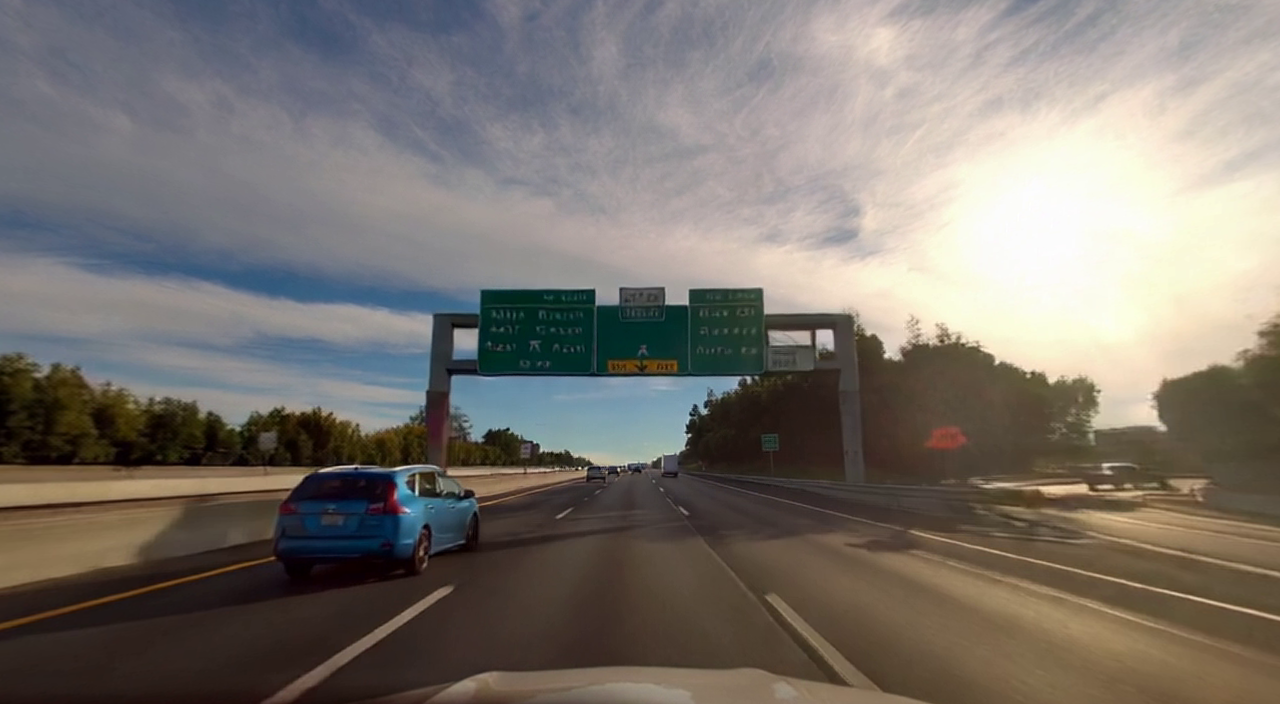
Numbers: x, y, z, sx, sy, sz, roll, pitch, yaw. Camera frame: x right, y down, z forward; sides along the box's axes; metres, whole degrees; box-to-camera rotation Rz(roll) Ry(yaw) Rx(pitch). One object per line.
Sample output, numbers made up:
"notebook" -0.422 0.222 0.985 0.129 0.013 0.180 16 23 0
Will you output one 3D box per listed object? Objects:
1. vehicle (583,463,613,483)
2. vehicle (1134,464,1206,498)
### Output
"vehicle" -3.227 9.482 49.484 2.045 1.487 4.582 1 -10 0
"vehicle" 31.197 7.539 37.007 5.018 1.781 2.164 9 -13 -39
